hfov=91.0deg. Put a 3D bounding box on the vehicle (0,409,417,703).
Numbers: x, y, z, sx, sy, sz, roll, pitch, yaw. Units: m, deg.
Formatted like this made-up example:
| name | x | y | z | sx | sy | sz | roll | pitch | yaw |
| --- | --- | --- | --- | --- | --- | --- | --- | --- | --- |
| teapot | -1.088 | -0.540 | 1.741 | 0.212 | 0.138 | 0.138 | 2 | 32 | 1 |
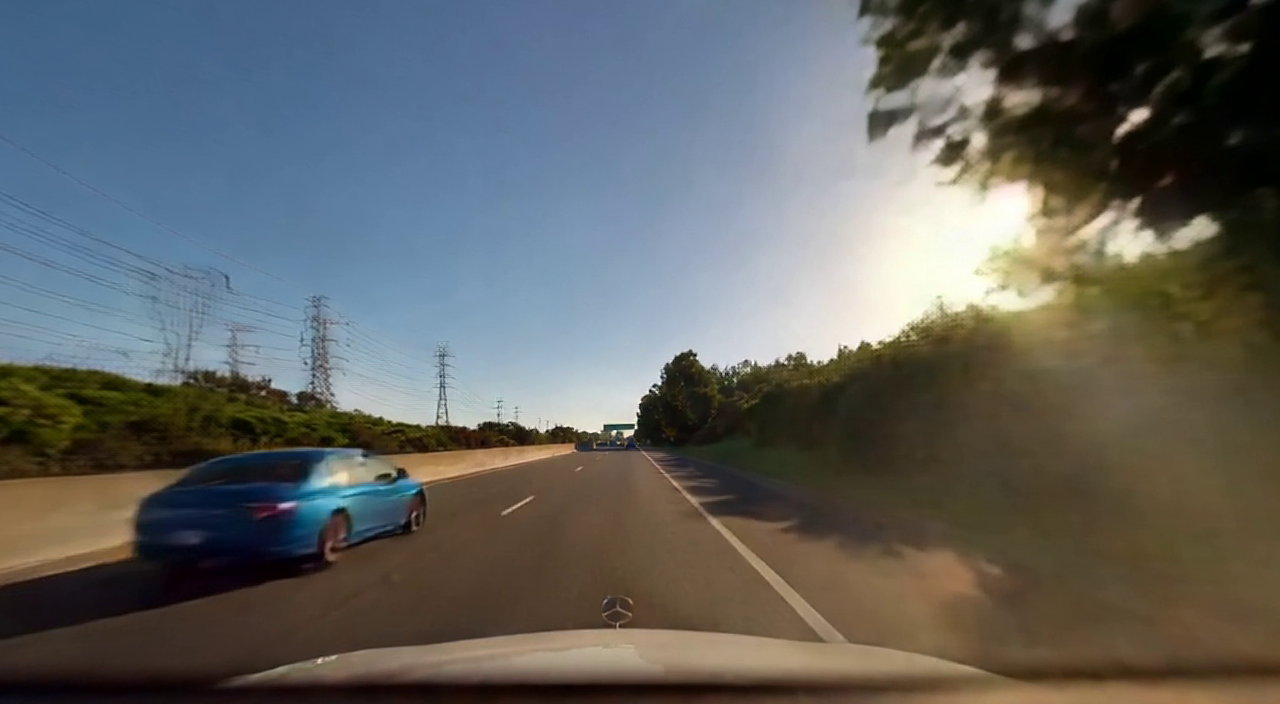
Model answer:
| name | x | y | z | sx | sy | sz | roll | pitch | yaw |
| --- | --- | --- | --- | --- | --- | --- | --- | --- | --- |
| vehicle | -3.936 | 1.427 | 5.628 | 2.158 | 1.604 | 4.679 | 0 | -8 | 0 |
